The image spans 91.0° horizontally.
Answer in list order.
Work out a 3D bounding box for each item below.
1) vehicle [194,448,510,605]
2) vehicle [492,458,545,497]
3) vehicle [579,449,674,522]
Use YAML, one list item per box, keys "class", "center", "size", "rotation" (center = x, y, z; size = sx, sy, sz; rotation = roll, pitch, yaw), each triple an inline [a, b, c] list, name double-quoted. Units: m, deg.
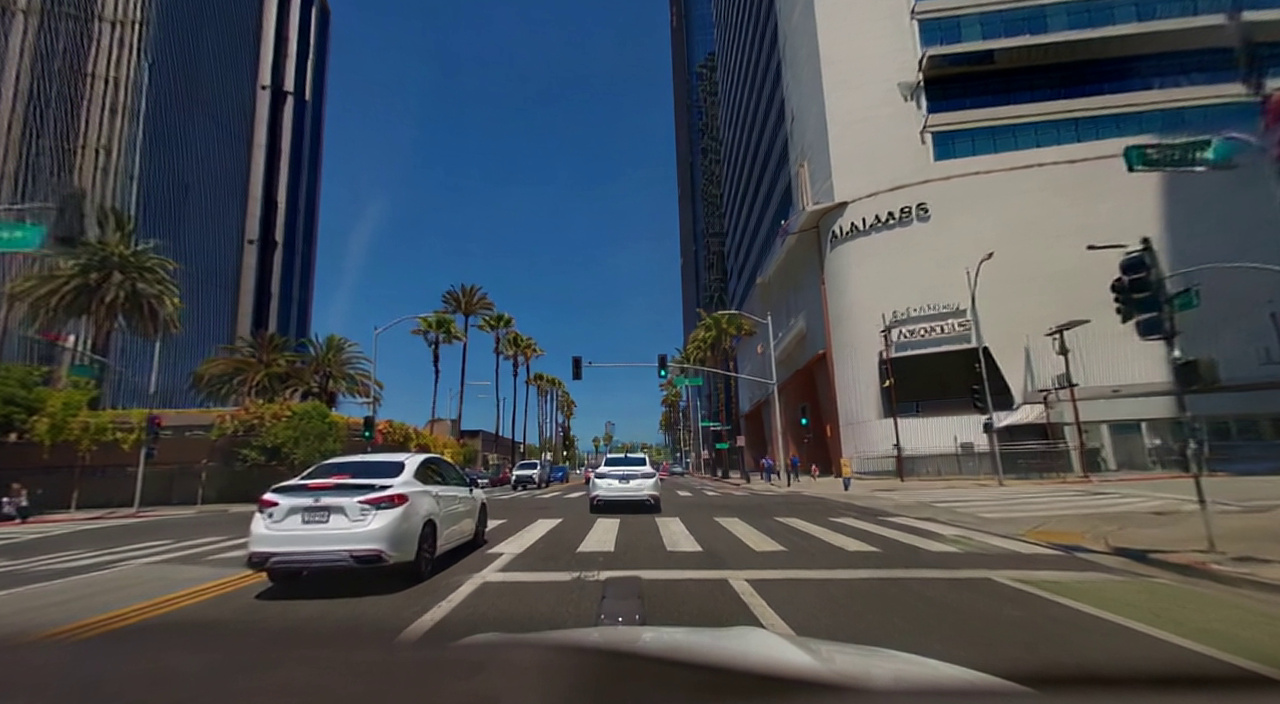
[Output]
- class: "vehicle"
  center: [-3.301, 2.068, 8.539]
  size: [2.096, 1.492, 4.666]
  rotation: [0, -9, 0]
- class: "vehicle"
  center: [-6.720, 6.996, 35.427]
  size: [2.070, 1.893, 4.738]
  rotation: [0, -9, -1]
- class: "vehicle"
  center: [-0.331, 3.343, 16.312]
  size: [2.145, 1.632, 3.972]
  rotation: [0, -9, -1]
